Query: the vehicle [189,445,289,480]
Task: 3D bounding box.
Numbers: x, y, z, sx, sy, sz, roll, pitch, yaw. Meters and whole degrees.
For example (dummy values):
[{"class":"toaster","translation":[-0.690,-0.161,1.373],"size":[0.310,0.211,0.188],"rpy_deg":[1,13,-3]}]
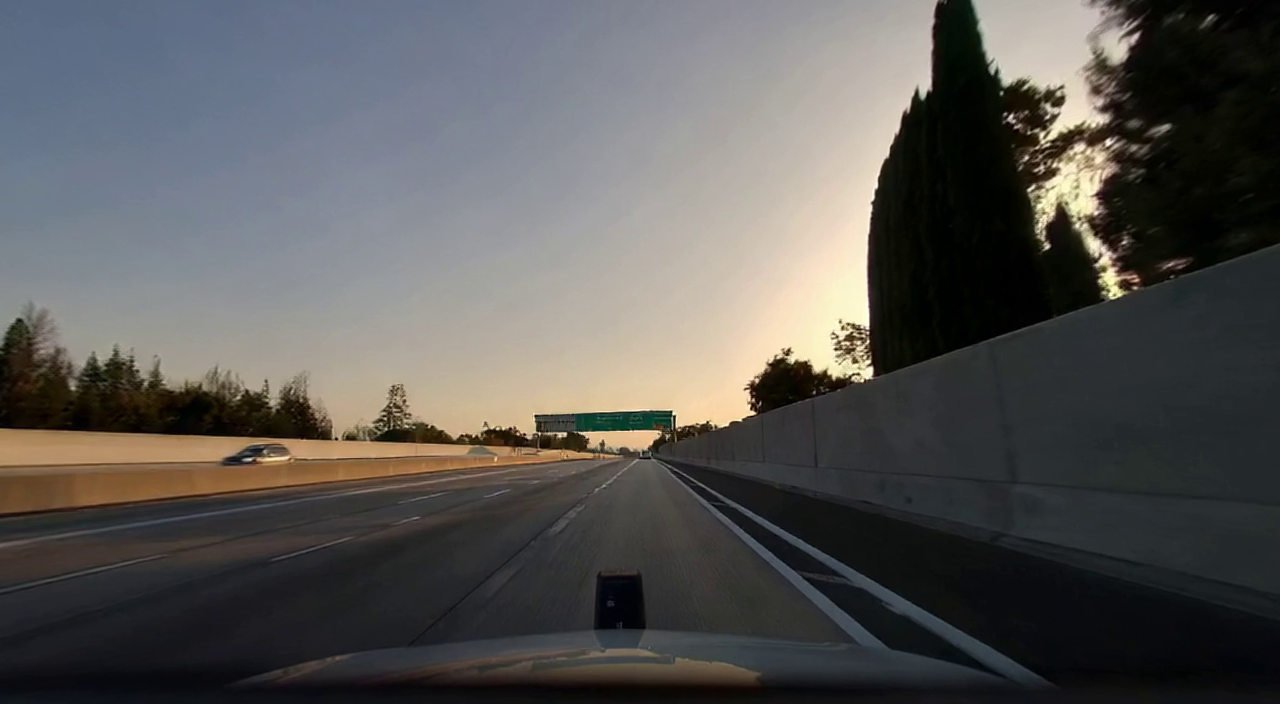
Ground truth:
[{"class":"vehicle","translation":[-18.473,5.086,29.259],"size":[1.886,1.493,4.093],"rpy_deg":[0,-9,1]}]
